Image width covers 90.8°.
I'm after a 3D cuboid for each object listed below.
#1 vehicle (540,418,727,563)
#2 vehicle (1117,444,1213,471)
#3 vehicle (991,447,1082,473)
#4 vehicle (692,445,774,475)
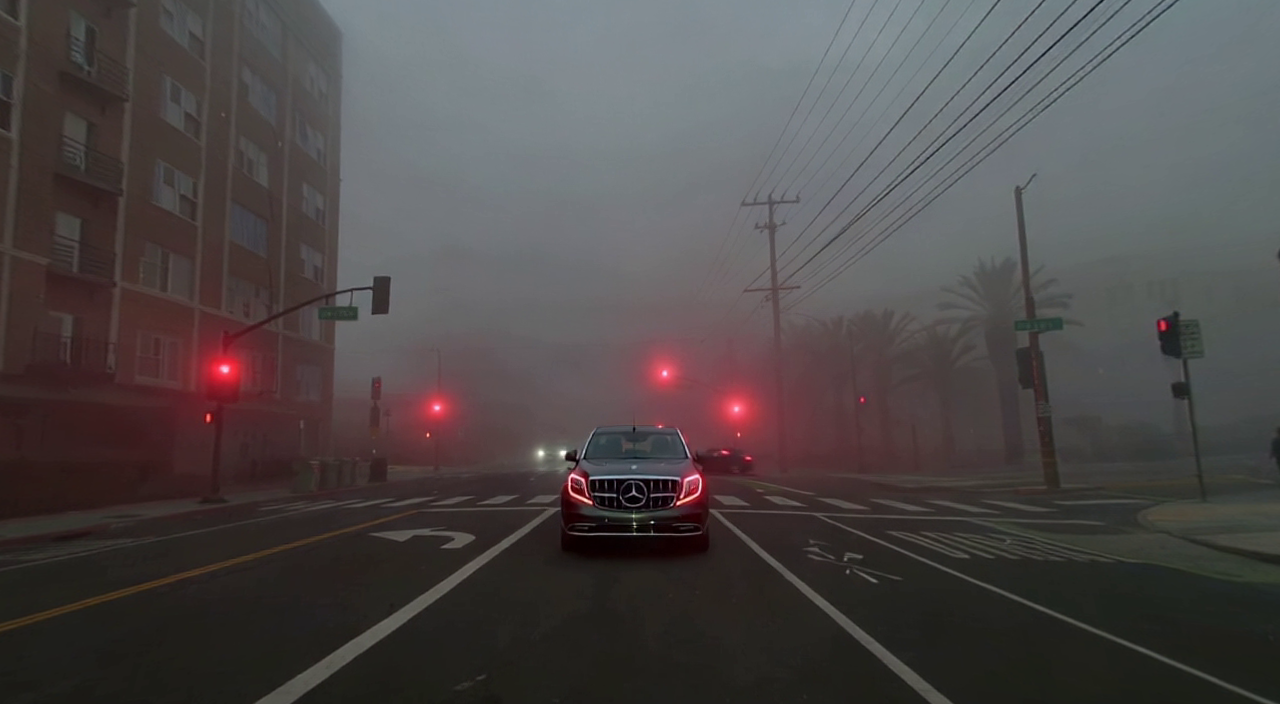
[{"bbox_3d":[-0.080,1.878,9.232,2.144,1.643,3.770,0,-8,0],"label":"vehicle"},{"bbox_3d":[32.171,6.465,38.763,4.234,1.613,1.812,0,-8,-1],"label":"vehicle"},{"bbox_3d":[24.218,6.597,38.675,4.417,1.462,1.761,0,-8,-1],"label":"vehicle"},{"bbox_3d":[5.775,6.735,39.606,4.649,1.760,2.029,-8,-11,41],"label":"vehicle"}]
